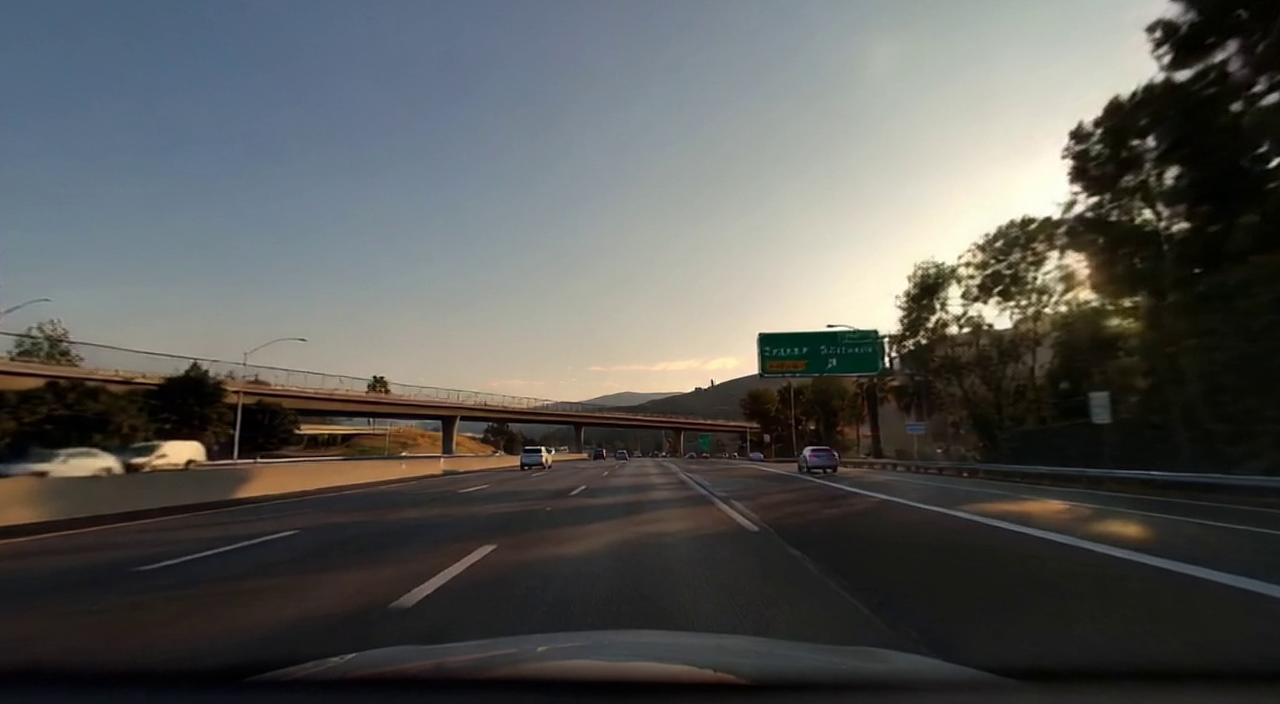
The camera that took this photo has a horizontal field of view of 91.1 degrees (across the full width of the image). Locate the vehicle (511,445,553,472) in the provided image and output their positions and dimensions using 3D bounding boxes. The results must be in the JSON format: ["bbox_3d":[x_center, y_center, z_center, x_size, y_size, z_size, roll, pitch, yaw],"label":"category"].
[{"bbox_3d":[-6.928,6.878,40.681,1.935,1.633,3.955,0,-9,1],"label":"vehicle"}]

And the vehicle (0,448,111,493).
[{"bbox_3d":[-22.414,4.299,23.115,1.854,1.461,4.594,0,-9,0],"label":"vehicle"}]

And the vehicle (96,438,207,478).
[{"bbox_3d":[-25.618,5.571,33.210,2.090,1.946,4.745,0,-9,-2],"label":"vehicle"}]
